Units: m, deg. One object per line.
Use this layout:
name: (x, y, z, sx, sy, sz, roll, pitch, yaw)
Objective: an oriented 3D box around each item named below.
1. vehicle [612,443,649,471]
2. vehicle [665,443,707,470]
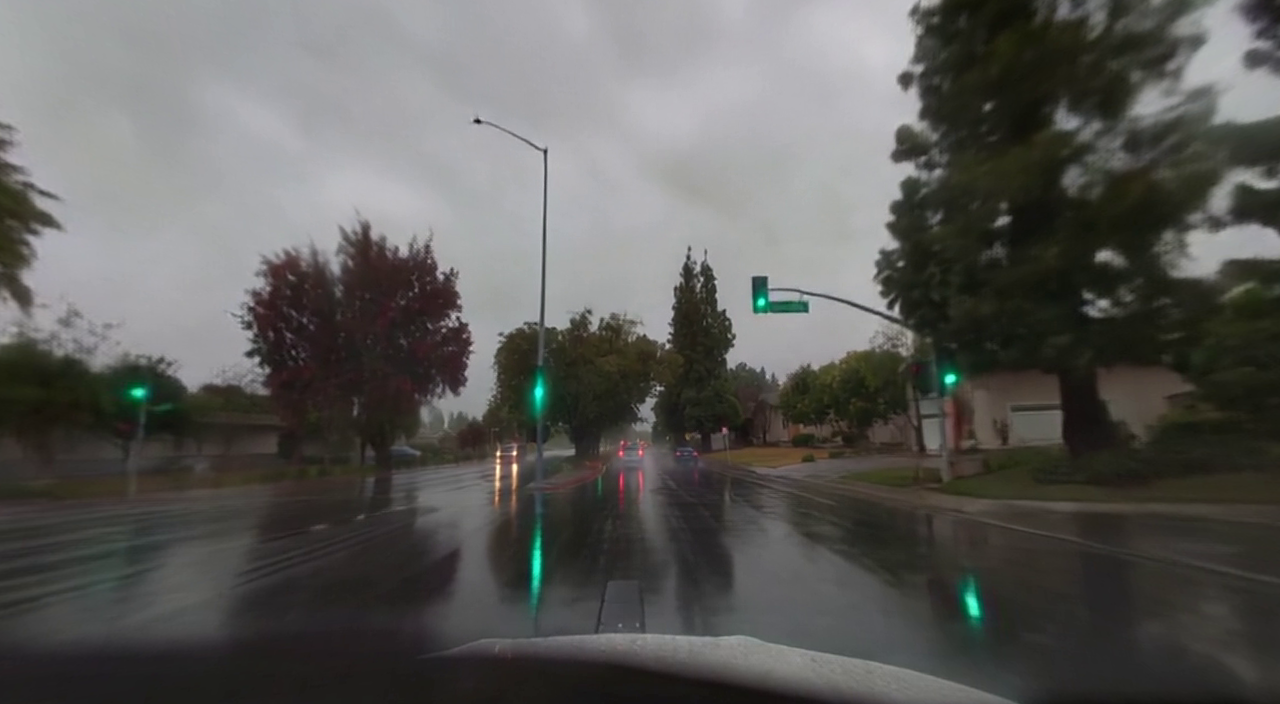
vehicle: (-0.565, 5.938, 36.002, 2.018, 1.511, 3.993, 0, -8, -1)
vehicle: (2.751, 6.324, 38.454, 2.057, 1.496, 4.401, 0, -8, -2)
